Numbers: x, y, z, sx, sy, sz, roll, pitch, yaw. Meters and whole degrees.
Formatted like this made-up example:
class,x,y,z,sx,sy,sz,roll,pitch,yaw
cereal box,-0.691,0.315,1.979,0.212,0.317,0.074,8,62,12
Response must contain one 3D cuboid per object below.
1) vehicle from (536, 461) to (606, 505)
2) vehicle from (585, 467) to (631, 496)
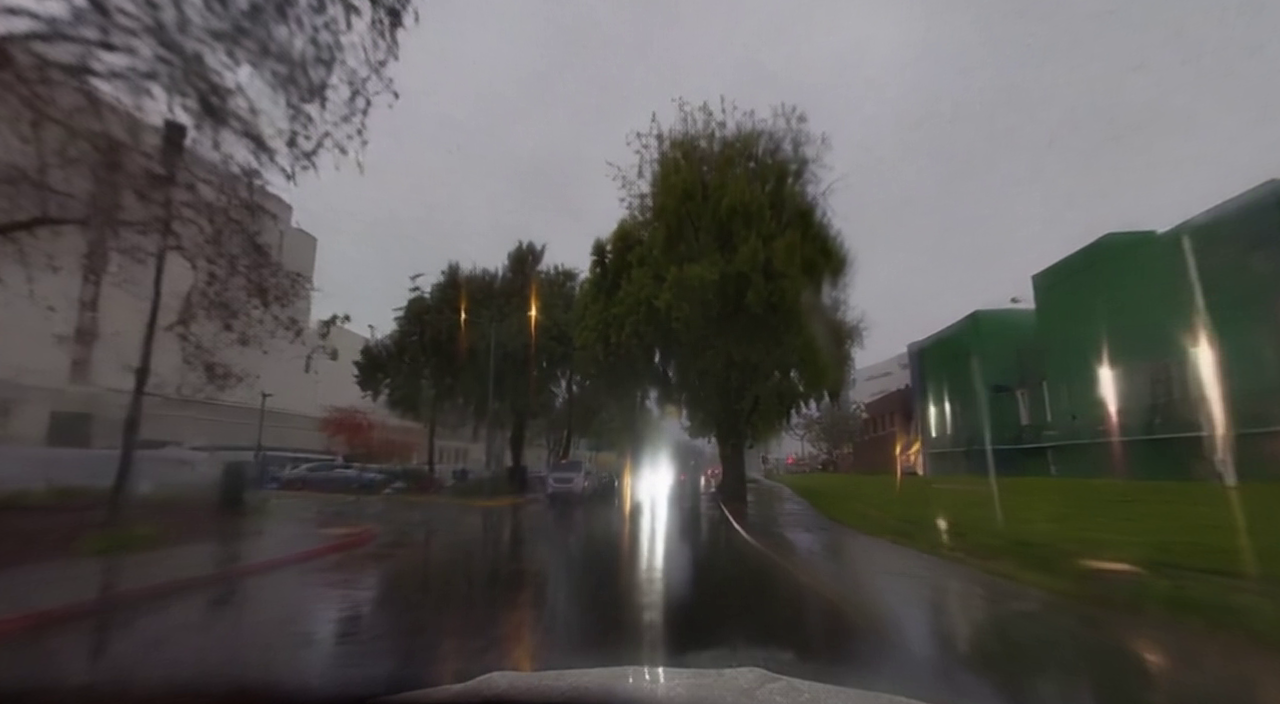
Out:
class,x,y,z,sx,sy,sz,roll,pitch,yaw
vehicle,-3.002,5.852,28.459,2.022,1.776,4.625,-2,-10,8
vehicle,-1.853,7.682,37.583,1.903,1.542,4.115,-2,-10,9
